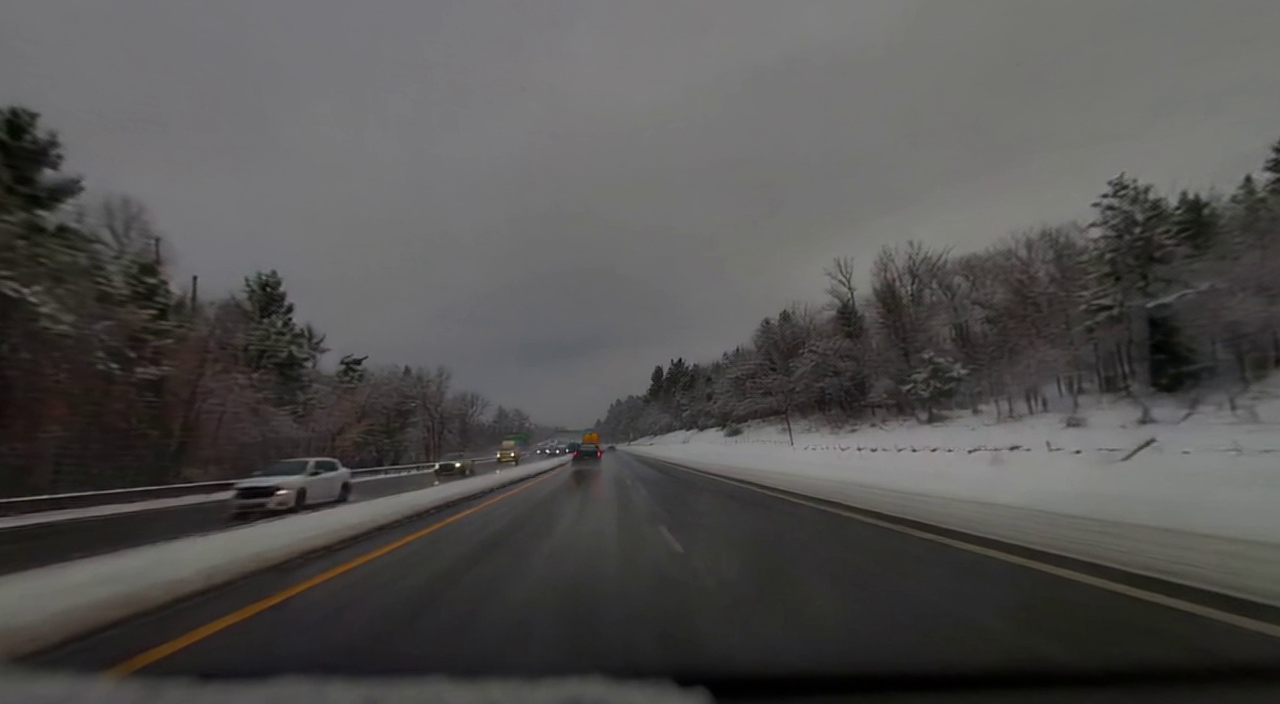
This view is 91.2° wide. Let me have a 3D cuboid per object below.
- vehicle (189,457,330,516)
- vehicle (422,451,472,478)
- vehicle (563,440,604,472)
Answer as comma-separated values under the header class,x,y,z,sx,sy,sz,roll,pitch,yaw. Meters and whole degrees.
class,x,y,z,sx,sy,sz,roll,pitch,yaw
vehicle,-11.309,3.975,18.992,1.923,1.513,3.904,0,-9,-3
vehicle,-11.808,6.895,38.661,1.911,1.550,4.269,0,-9,-3
vehicle,-3.183,5.977,36.068,2.168,1.705,4.272,0,-9,-3
